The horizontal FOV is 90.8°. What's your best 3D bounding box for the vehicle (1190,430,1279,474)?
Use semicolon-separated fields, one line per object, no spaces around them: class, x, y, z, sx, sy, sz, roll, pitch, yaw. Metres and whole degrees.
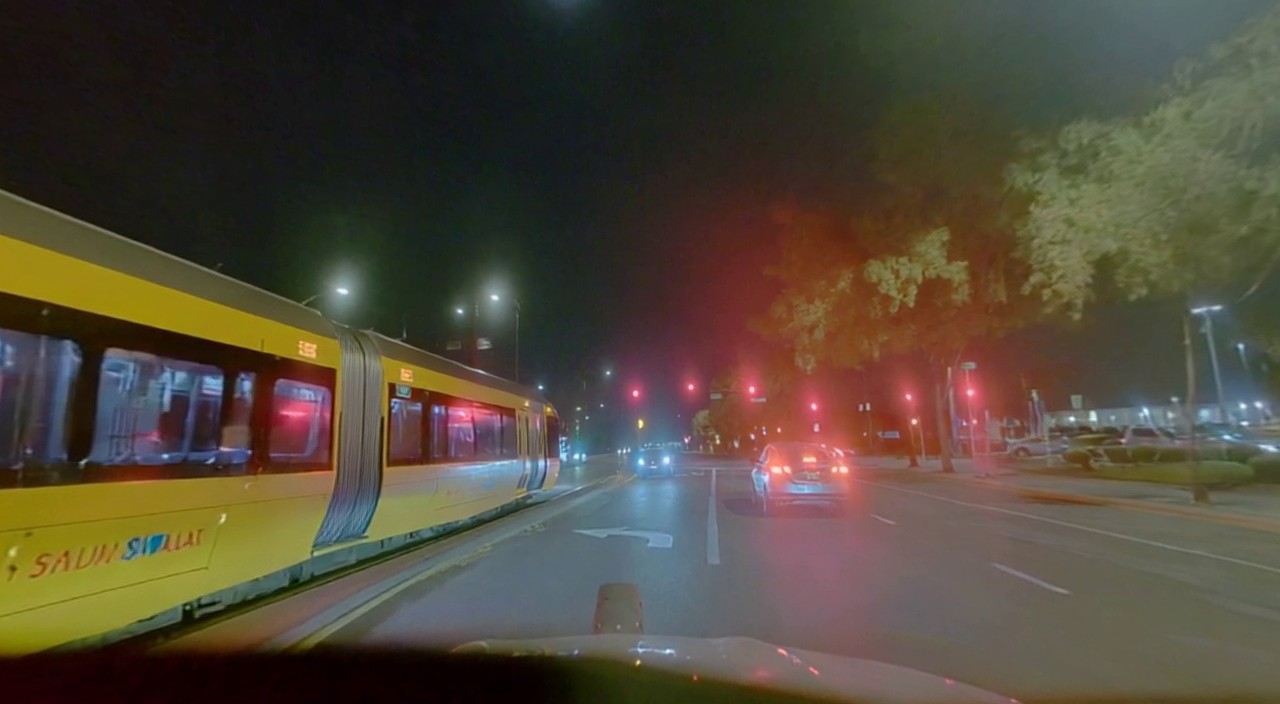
vehicle;22.607;3.583;22.712;1.825;1.462;4.764;-2;-9;8

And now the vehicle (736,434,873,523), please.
vehicle;3.112;2.481;12.925;2.002;1.471;4.337;-1;-9;5

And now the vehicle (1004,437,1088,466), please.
vehicle;21.424;5.288;33.586;1.796;1.434;4.504;-1;-9;6

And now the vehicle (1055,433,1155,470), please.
vehicle;20.916;4.490;28.629;1.831;1.545;3.872;-1;-9;6

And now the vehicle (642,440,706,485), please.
vehicle;1.345;4.054;23.365;2.118;1.478;4.076;-1;-9;6

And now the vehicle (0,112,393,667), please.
vehicle;-5.925;0.036;2.790;2.897;3.700;13.528;-1;-8;6

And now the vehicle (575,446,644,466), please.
vehicle;-2.295;7.844;47.727;4.941;1.473;1.885;-1;-9;7
